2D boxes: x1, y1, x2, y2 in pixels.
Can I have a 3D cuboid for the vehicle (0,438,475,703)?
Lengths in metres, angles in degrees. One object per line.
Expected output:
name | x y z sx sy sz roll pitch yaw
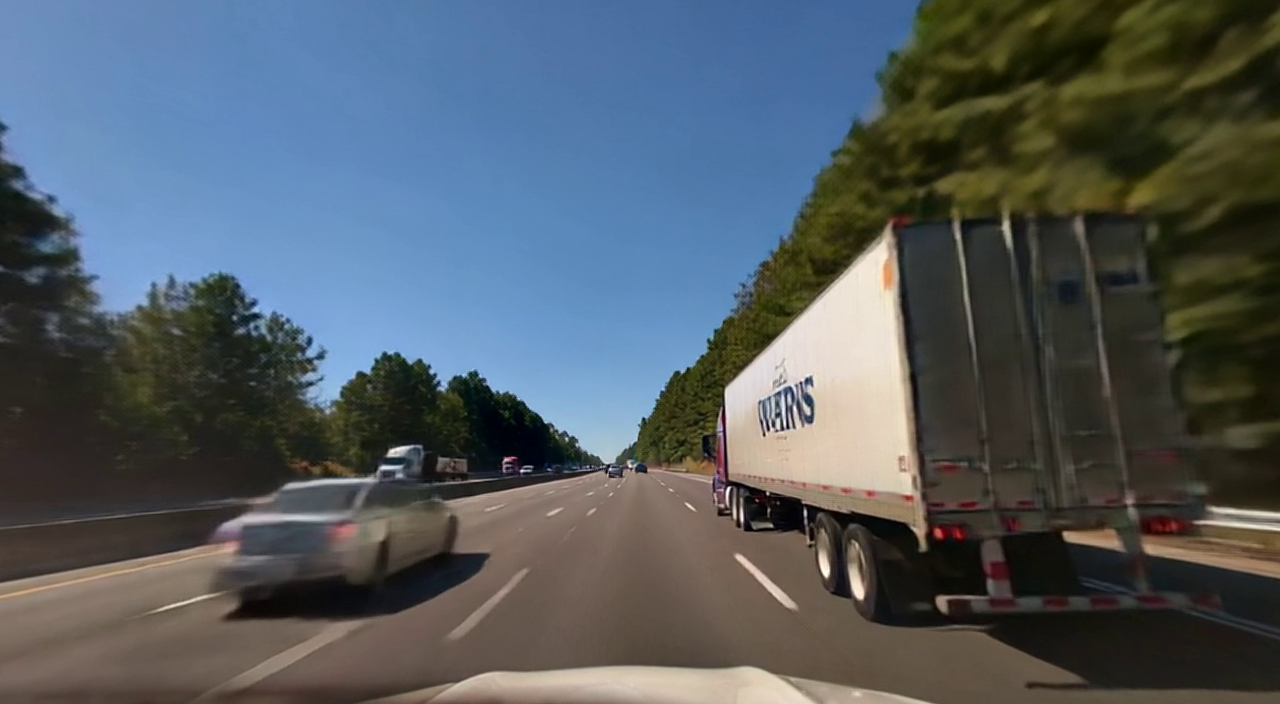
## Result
vehicle | -2.937 1.508 5.210 2.032 1.407 3.641 0 -10 2

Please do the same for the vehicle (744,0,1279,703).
vehicle | 3.579 0.705 7.331 2.871 4.032 10.642 1 -10 0
